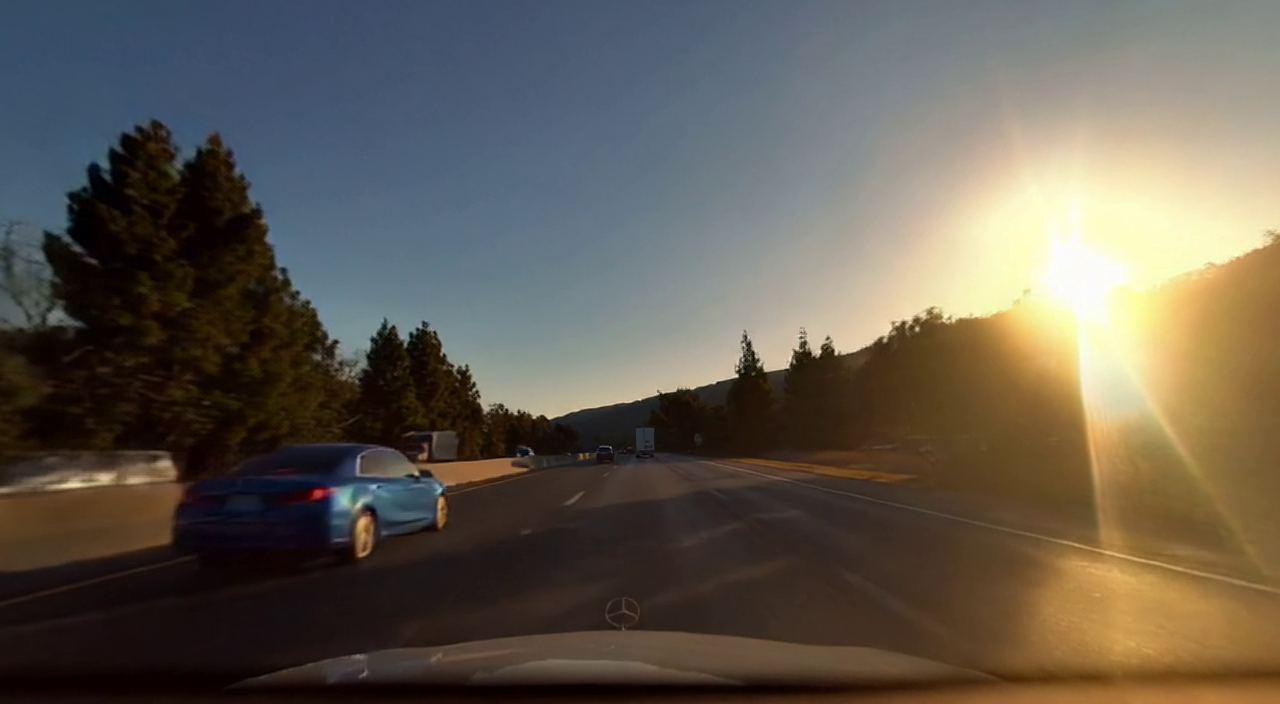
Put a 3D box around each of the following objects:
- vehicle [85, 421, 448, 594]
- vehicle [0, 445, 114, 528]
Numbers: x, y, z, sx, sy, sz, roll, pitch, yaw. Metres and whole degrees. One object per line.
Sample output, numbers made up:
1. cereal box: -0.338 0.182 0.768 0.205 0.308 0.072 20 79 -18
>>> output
1. vehicle: -3.994 1.718 7.722 2.018 1.548 3.849 -1 -9 1
2. vehicle: -12.407 2.462 11.537 1.729 1.480 4.428 -1 -9 0
